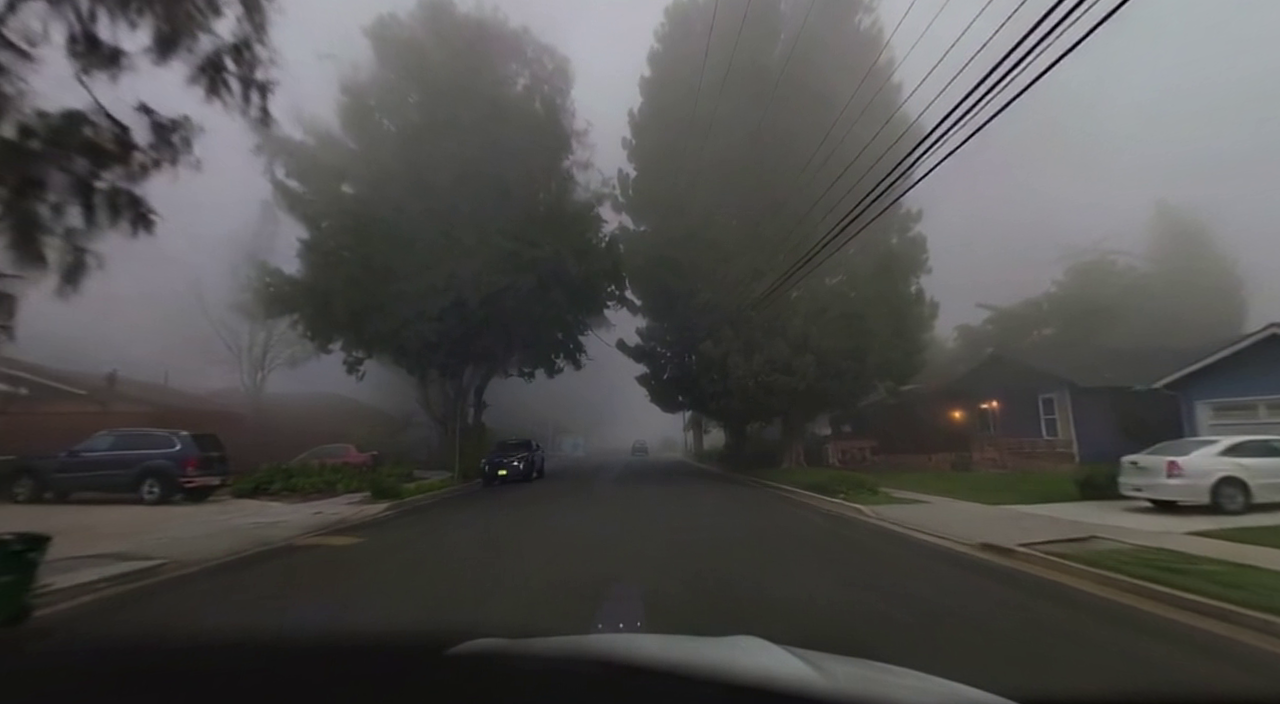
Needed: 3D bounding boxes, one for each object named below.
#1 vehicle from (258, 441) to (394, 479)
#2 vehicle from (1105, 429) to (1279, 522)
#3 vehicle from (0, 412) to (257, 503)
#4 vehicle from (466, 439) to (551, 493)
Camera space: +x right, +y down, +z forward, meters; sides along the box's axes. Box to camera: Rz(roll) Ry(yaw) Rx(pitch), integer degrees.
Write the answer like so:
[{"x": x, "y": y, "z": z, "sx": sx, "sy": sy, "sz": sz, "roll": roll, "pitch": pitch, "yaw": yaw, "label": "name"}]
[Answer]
[{"x": -12.668, "y": 4.393, "z": 25.782, "sx": 4.526, "sy": 1.449, "sz": 1.869, "roll": 1, "pitch": -9, "yaw": -10, "label": "vehicle"}, {"x": 11.824, "y": 2.180, "z": 11.689, "sx": 4.700, "sy": 1.441, "sz": 2.167, "roll": -2, "pitch": -8, "yaw": -2, "label": "vehicle"}, {"x": -12.551, "y": 2.534, "z": 15.371, "sx": 4.962, "sy": 1.866, "sz": 2.075, "roll": 3, "pitch": -9, "yaw": -3, "label": "vehicle"}, {"x": -4.703, "y": 4.104, "z": 23.266, "sx": 2.207, "sy": 1.669, "sz": 4.363, "roll": -1, "pitch": -7, "yaw": 0, "label": "vehicle"}]
